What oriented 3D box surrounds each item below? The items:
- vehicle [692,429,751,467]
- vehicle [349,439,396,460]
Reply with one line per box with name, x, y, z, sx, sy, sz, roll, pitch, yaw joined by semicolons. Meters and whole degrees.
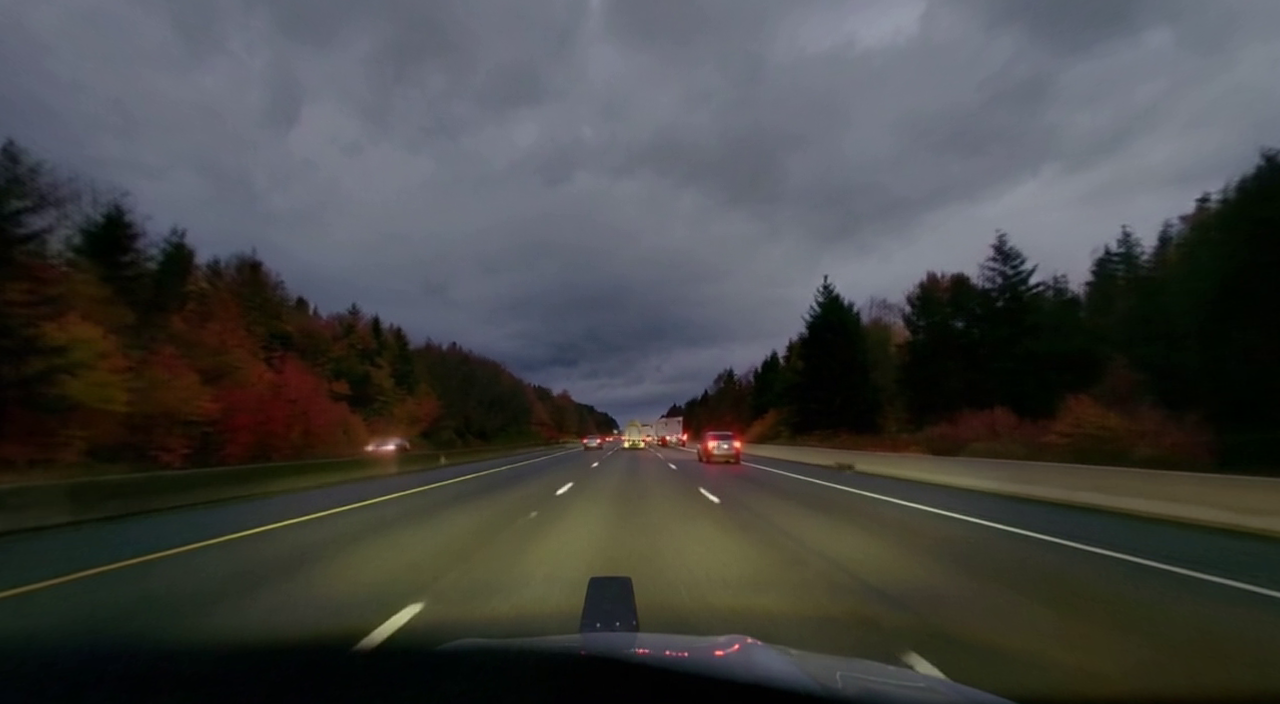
vehicle;3.423;4.124;27.152;1.882;1.492;3.958;0;-8;-2
vehicle;-20.730;7.572;48.892;1.834;1.514;4.187;0;-8;0
